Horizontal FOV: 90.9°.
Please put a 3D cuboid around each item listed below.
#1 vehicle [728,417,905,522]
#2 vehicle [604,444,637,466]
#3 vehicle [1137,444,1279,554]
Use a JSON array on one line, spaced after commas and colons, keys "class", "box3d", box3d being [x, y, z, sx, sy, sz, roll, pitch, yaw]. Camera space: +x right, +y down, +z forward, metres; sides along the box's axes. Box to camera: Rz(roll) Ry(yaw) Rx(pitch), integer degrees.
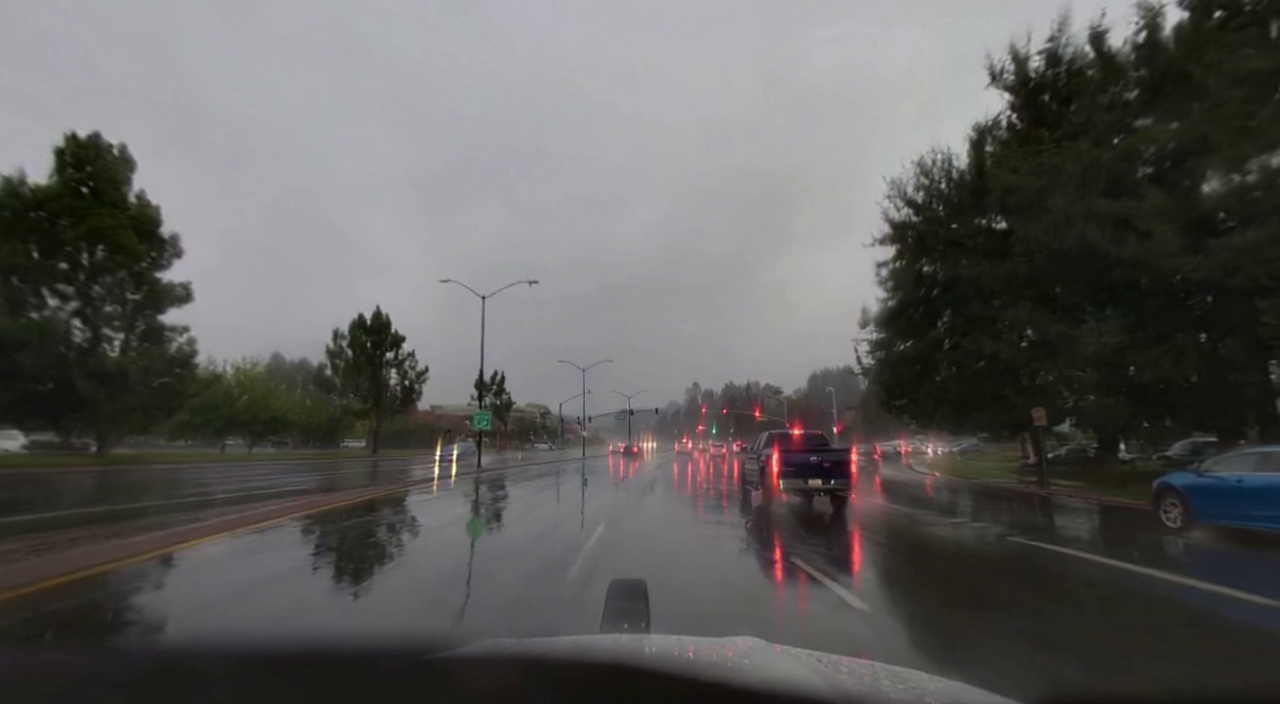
[{"class": "vehicle", "box3d": [3.441, 2.451, 13.769, 2.333, 1.777, 5.713, 0, -8, 2]}, {"class": "vehicle", "box3d": [-1.406, 7.702, 47.389, 1.958, 1.542, 4.175, -1, -9, 5]}, {"class": "vehicle", "box3d": [9.862, 2.103, 8.988, 1.963, 1.513, 4.600, 1, -8, 3]}]
